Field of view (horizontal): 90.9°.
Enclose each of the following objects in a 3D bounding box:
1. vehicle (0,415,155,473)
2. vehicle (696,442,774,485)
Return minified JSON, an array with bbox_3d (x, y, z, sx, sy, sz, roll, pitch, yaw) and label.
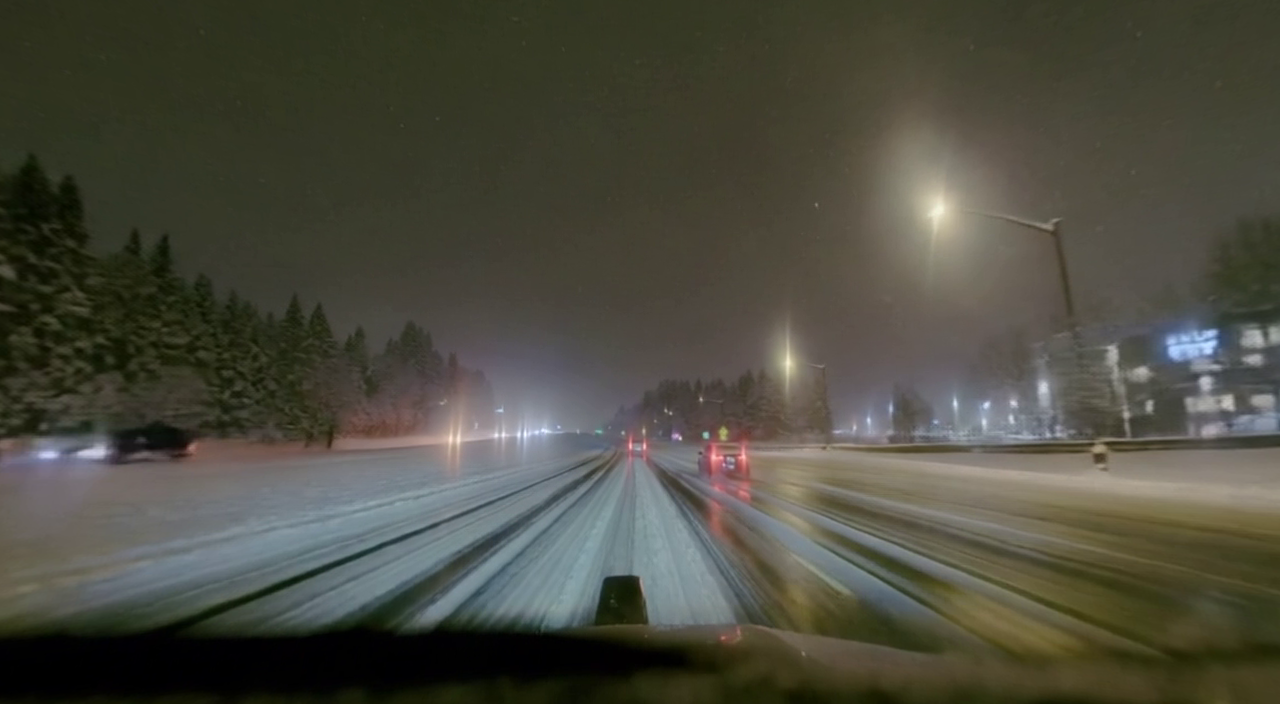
[{"bbox_3d":[-17.762,2.827,19.354,2.107,1.561,4.713,0,-9,-2],"label":"vehicle"},{"bbox_3d":[3.385,4.071,23.347,2.069,1.431,4.313,0,-9,-2],"label":"vehicle"}]
